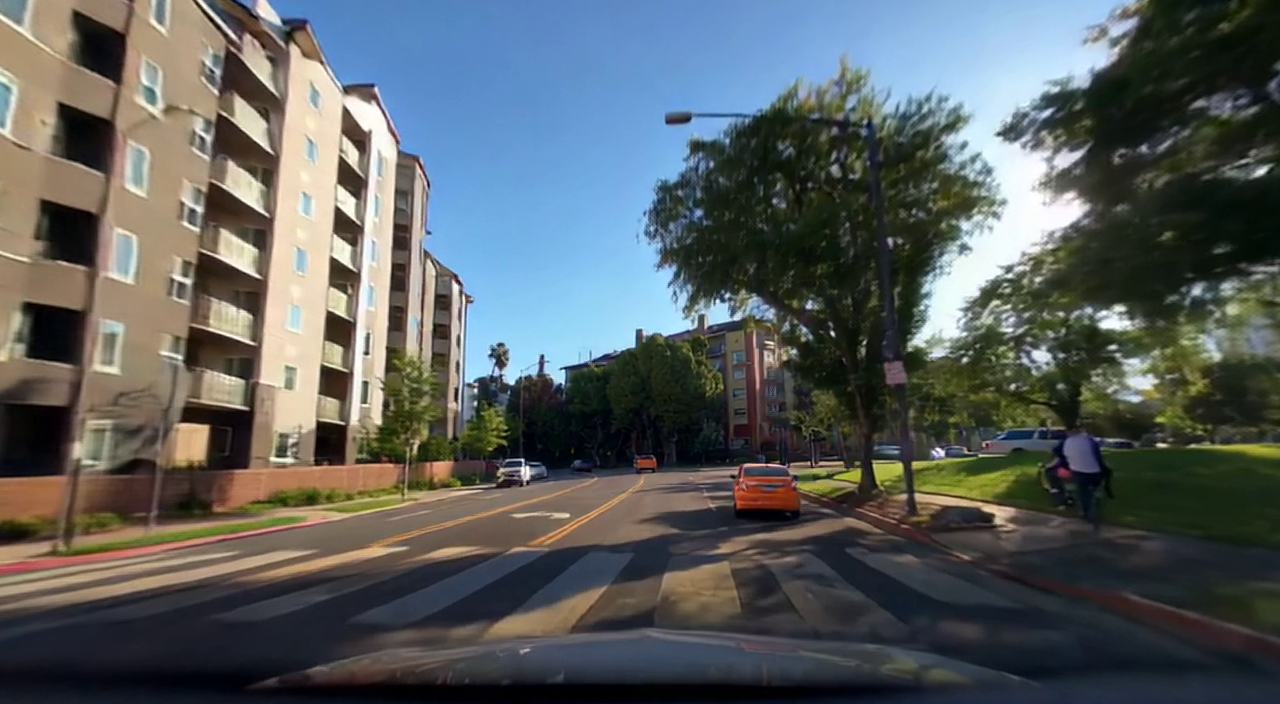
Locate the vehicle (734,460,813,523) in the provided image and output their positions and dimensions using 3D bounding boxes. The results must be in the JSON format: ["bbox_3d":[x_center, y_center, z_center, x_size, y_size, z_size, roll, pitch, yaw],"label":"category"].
[{"bbox_3d":[3.222,3.438,15.648,1.559,1.351,2.452,-4,-11,5],"label":"vehicle"}]

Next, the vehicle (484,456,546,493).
[{"bbox_3d":[-7.417,7.346,37.991,2.347,1.846,4.915,-6,-10,3],"label":"vehicle"}]
